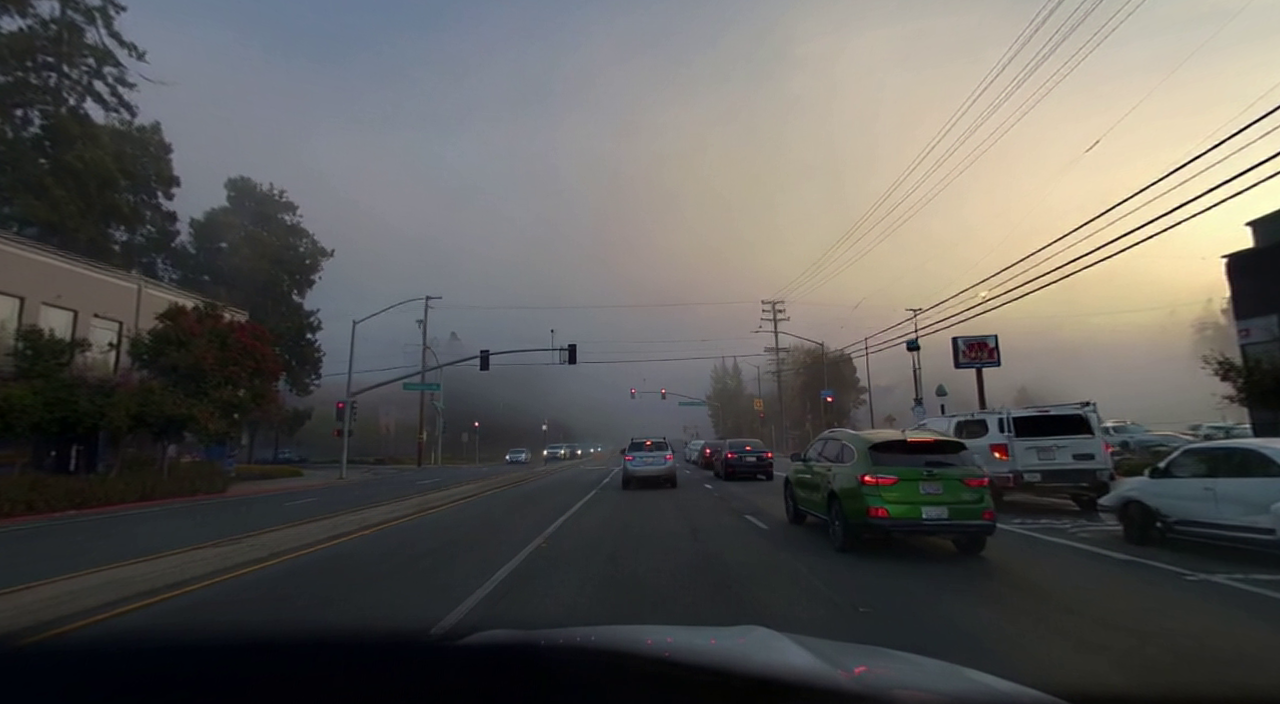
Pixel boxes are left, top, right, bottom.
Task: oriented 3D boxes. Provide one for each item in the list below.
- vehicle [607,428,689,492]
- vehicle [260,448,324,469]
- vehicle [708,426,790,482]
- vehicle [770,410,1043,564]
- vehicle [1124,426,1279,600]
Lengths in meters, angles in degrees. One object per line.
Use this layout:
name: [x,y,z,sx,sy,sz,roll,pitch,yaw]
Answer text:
vehicle: [0.235,3.147,18.632,2.149,1.668,3.962,0,-9,1]
vehicle: [-27.463,8.388,49.977,3.922,1.620,1.873,2,-9,-12]
vehicle: [3.786,3.678,22.906,2.060,1.789,4.712,0,-9,-1]
vehicle: [3.286,1.762,8.927,1.998,1.620,4.267,0,-9,1]
vehicle: [6.289,1.230,4.549,1.906,1.435,4.670,0,-9,0]
